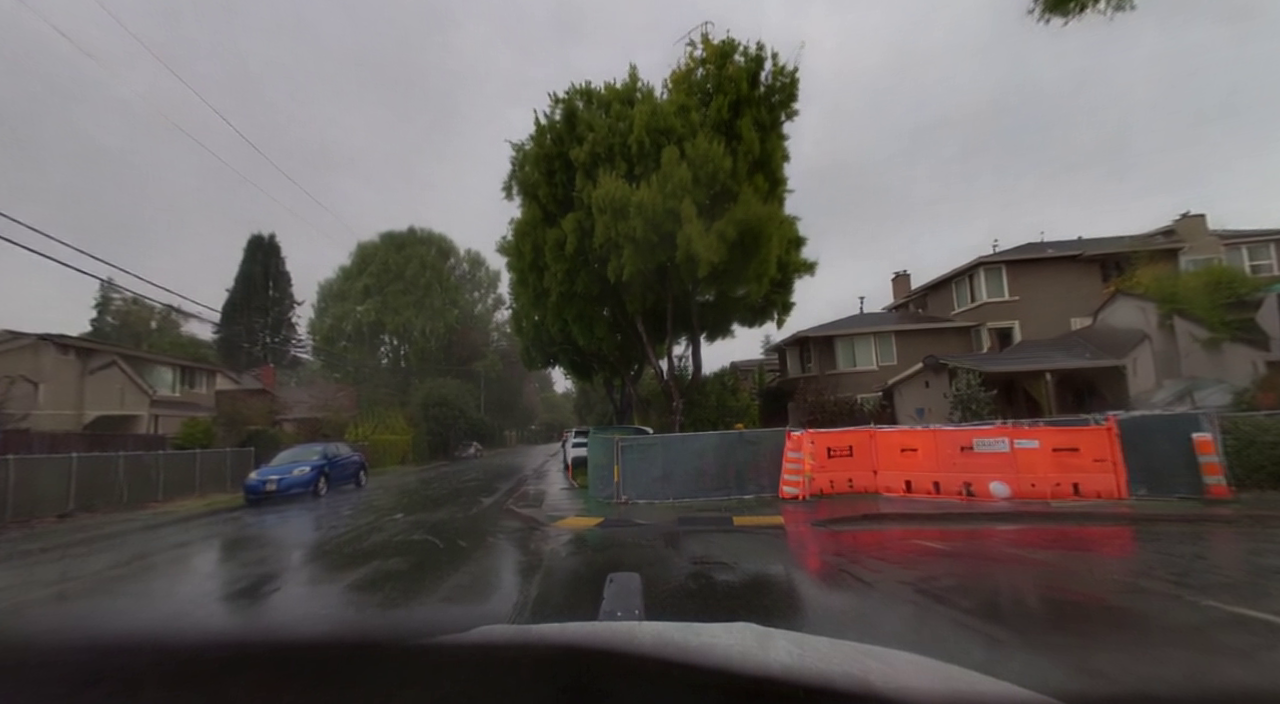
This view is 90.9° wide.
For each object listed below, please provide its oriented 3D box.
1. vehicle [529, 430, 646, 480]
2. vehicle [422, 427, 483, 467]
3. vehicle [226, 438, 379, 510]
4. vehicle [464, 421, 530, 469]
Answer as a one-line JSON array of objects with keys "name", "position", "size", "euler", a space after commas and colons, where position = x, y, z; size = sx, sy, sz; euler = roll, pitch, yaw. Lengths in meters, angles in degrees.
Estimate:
[{"name": "vehicle", "position": [-1.592, 3.280, 20.515], "size": [1.827, 1.436, 4.070], "euler": [-5, -9, 29]}, {"name": "vehicle", "position": [-9.713, 4.938, 33.038], "size": [2.042, 1.937, 4.960], "euler": [0, -7, -4]}, {"name": "vehicle", "position": [-8.336, 2.982, 16.047], "size": [1.899, 1.524, 4.082], "euler": [0, -7, -5]}, {"name": "vehicle", "position": [-6.494, 4.274, 29.220], "size": [2.219, 1.984, 4.712], "euler": [0, -7, -4]}]
